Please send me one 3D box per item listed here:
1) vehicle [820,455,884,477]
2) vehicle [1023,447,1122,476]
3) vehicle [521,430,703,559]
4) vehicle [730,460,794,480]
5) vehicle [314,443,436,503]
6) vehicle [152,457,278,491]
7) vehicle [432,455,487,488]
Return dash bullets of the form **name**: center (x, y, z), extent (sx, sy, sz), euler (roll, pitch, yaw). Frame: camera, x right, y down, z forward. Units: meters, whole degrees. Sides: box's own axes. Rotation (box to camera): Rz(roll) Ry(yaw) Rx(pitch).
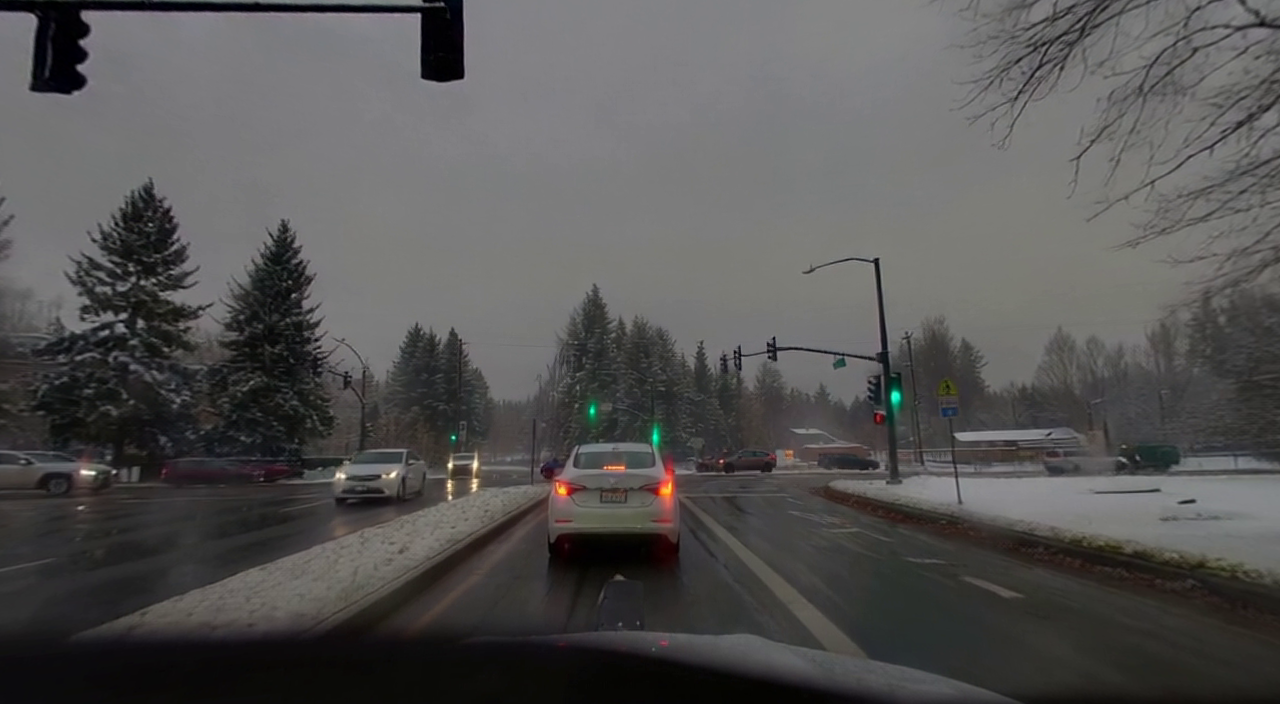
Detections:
- **vehicle**: center (16.532, 8.867, 49.331), extent (4.337, 1.637, 1.860), euler (2, -9, -16)
- **vehicle**: center (23.547, 5.932, 34.390), extent (4.601, 1.485, 1.929), euler (3, -9, -18)
- **vehicle**: center (-0.353, 1.980, 9.554), extent (2.112, 1.479, 4.264), euler (0, -8, -1)
- **vehicle**: center (9.105, 8.807, 47.320), extent (4.254, 1.359, 1.895), euler (2, -9, -15)
- **vehicle**: center (-7.361, 3.371, 18.107), extent (2.073, 1.459, 4.495), euler (1, -9, -8)
- **vehicle**: center (-20.039, 5.768, 30.004), extent (4.548, 1.449, 1.802), euler (2, -9, -13)
- **vehicle**: center (-9.413, 6.241, 33.352), extent (2.078, 1.534, 4.646), euler (1, -9, -7)
